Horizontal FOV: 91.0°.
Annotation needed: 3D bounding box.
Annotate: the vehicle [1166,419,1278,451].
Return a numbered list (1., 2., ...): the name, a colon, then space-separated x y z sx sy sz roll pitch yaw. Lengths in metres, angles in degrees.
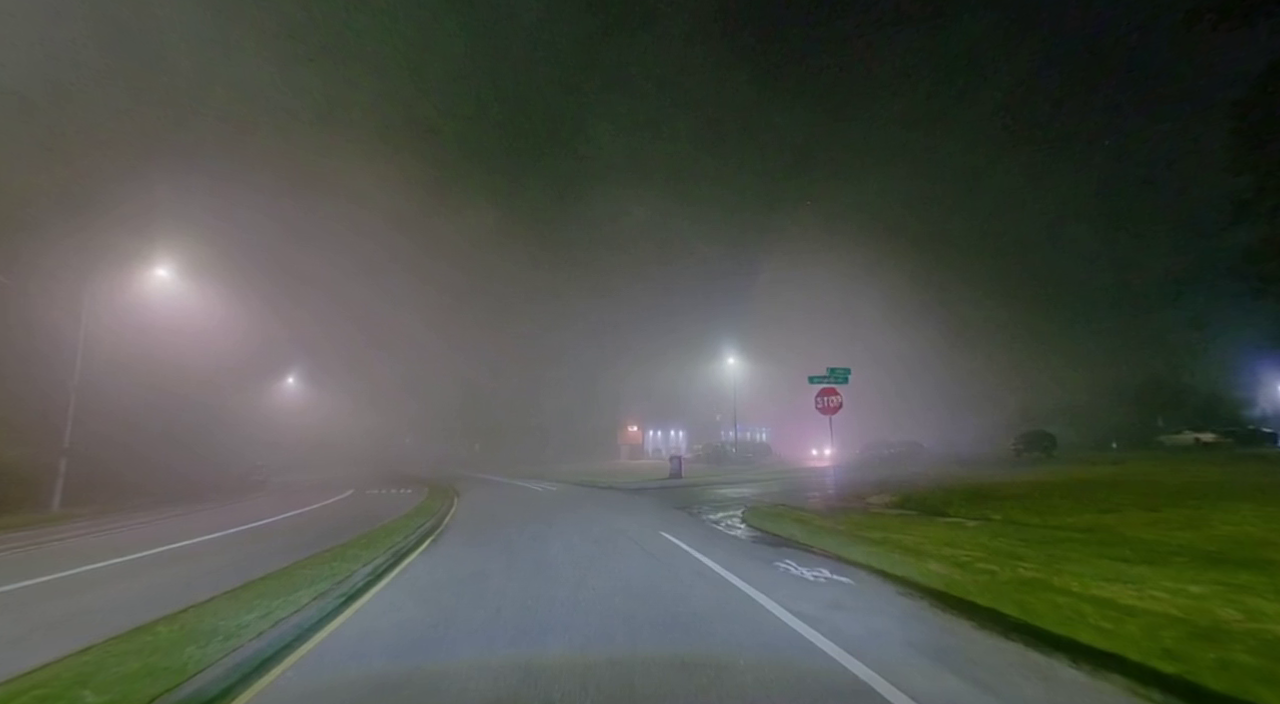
1. vehicle: 34.954 5.070 37.950 1.811 1.793 4.479 5 -10 -30

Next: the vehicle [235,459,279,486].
1. vehicle: -26.108 8.230 43.030 1.952 1.632 4.200 1 -11 -23
